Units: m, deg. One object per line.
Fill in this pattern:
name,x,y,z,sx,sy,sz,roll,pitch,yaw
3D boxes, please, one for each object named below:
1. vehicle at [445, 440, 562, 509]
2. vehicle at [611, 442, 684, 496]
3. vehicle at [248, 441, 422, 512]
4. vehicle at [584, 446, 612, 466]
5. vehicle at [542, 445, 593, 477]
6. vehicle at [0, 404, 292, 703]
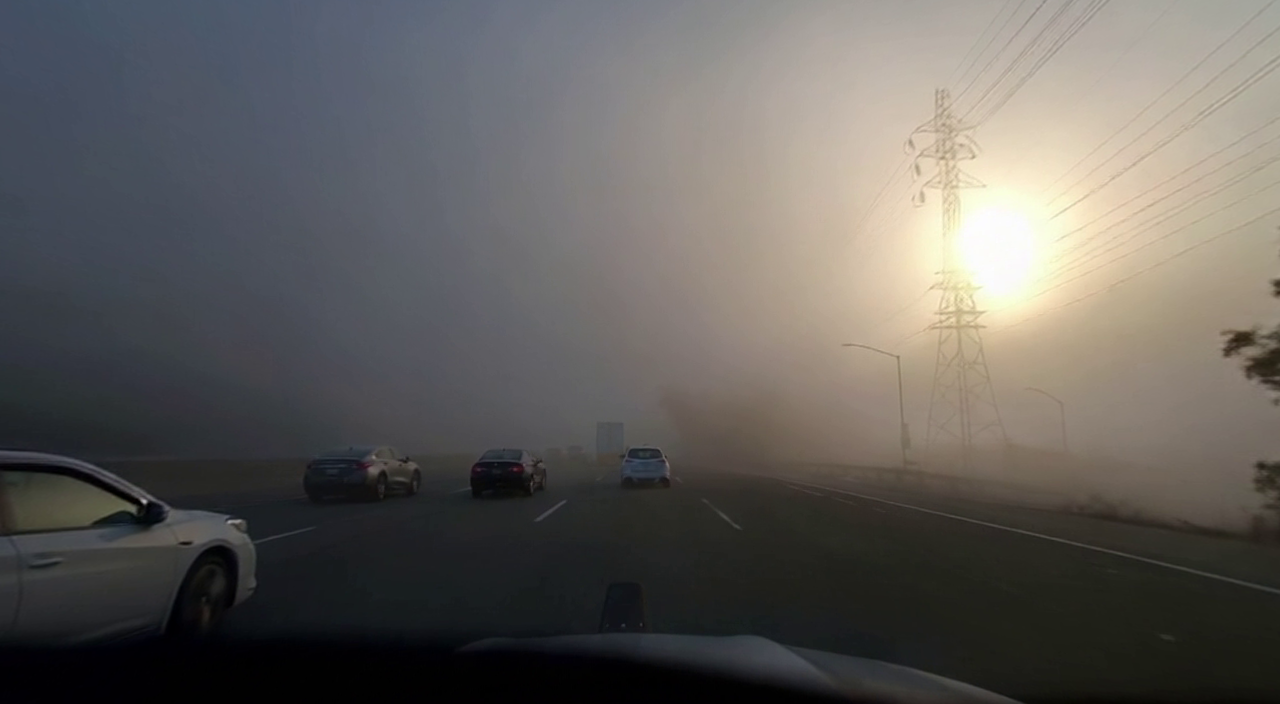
vehicle,-3.199,2.947,15.653,1.912,1.464,4.115,0,-9,1
vehicle,0.180,3.608,19.905,2.018,1.470,4.491,0,-9,-1
vehicle,-7.084,2.906,15.283,1.867,1.445,4.499,0,-9,2
vehicle,-3.115,7.846,47.680,1.840,1.439,3.687,0,-9,0
vehicle,-3.452,5.256,30.644,2.013,1.437,3.801,0,-9,0
vehicle,-3.667,0.976,2.642,1.883,1.500,4.373,0,-9,1
